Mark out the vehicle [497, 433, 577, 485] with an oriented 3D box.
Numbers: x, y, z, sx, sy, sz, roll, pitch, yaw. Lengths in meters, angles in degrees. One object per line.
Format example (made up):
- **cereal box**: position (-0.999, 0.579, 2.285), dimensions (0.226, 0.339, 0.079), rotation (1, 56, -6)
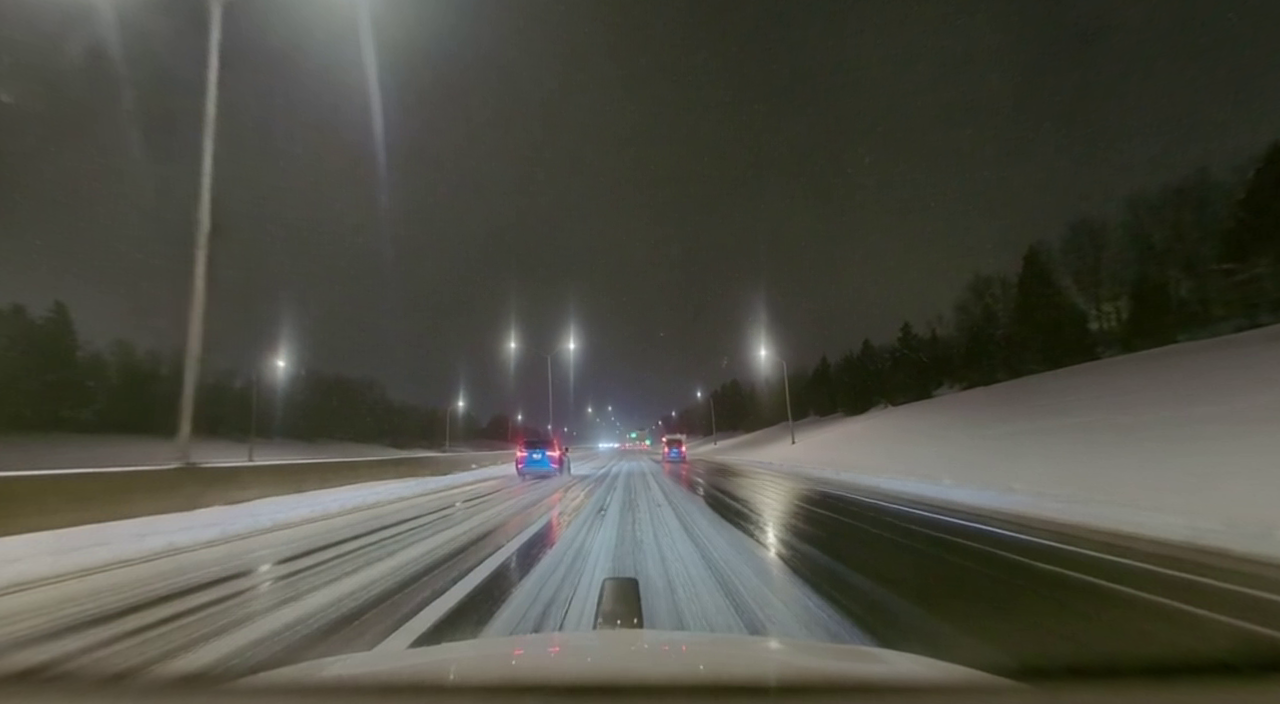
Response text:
- **vehicle**: position (-3.841, 4.116, 24.501), dimensions (2.205, 1.773, 5.124), rotation (0, -9, 0)
